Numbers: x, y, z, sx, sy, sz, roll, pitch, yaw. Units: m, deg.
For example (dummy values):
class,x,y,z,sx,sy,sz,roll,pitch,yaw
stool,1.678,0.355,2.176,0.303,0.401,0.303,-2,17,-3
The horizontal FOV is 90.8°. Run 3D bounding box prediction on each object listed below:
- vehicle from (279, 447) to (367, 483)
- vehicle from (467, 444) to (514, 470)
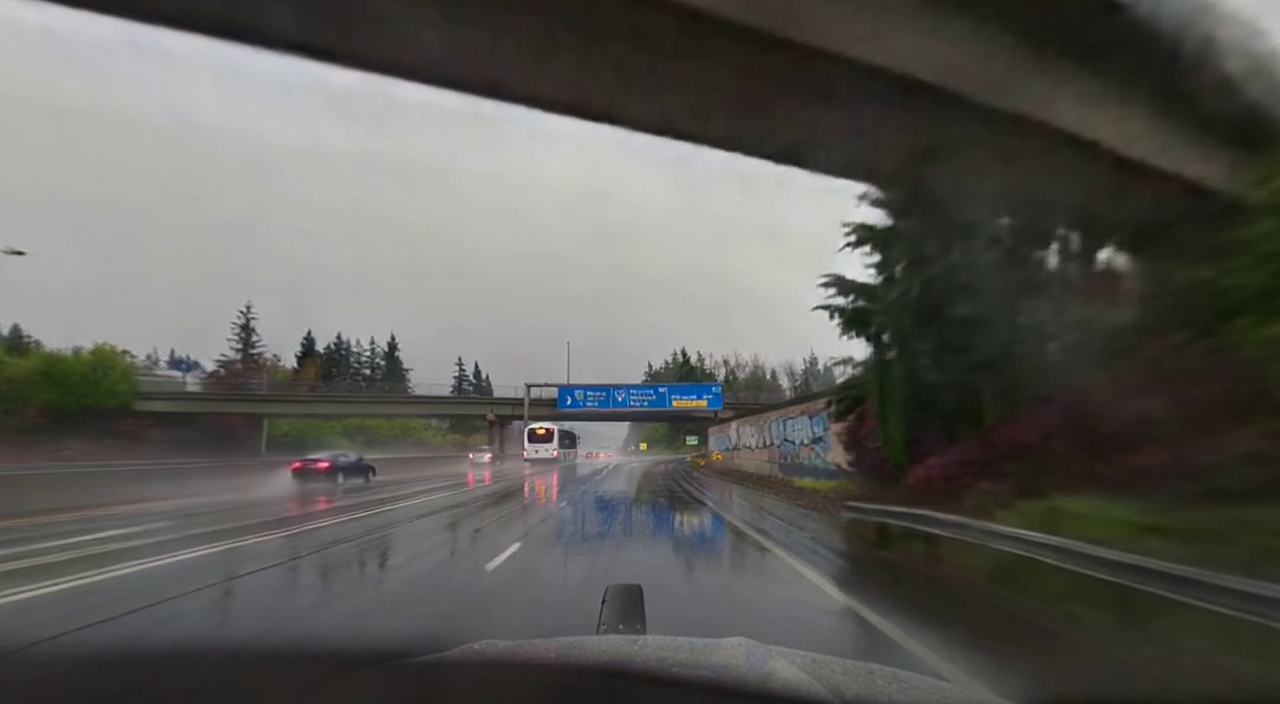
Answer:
class,x,y,z,sx,sy,sz,roll,pitch,yaw
vehicle,-14.027,5.003,28.180,1.878,1.470,3.825,0,-9,0
vehicle,-9.873,6.958,42.061,1.979,1.600,4.516,0,-9,1
